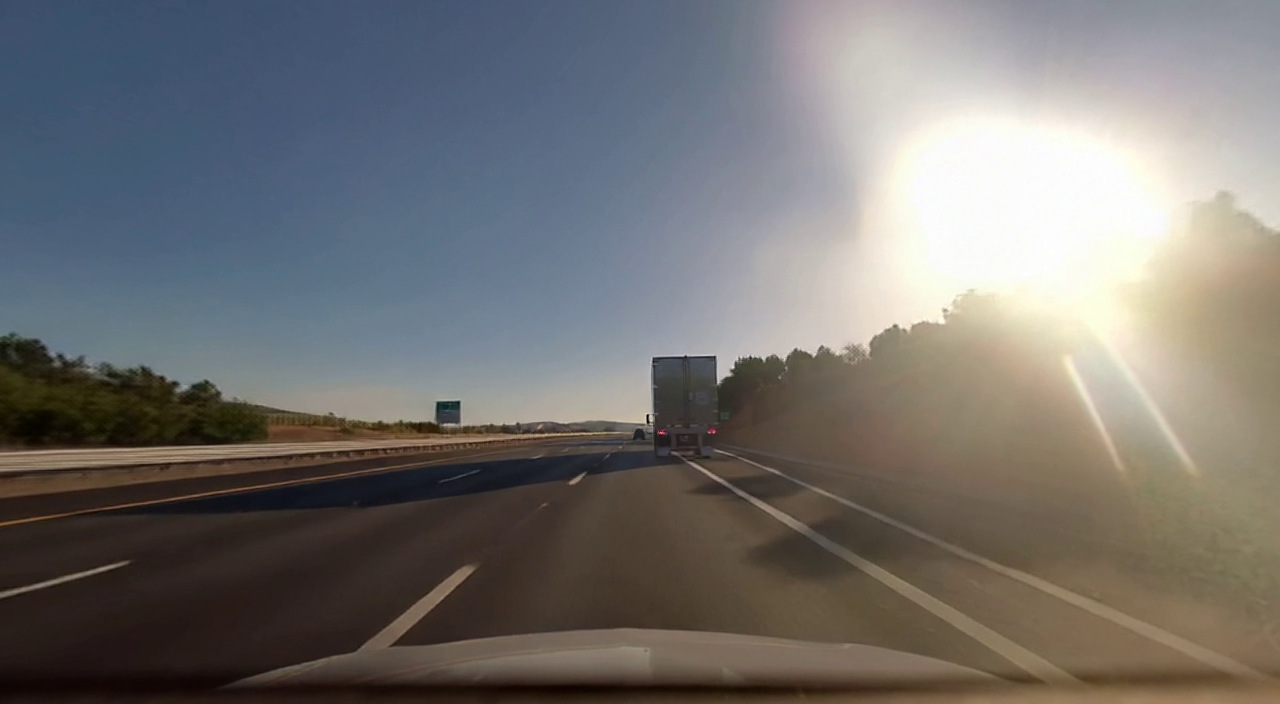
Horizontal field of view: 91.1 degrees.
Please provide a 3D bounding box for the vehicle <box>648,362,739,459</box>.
[{"bbox_3d":[2.124,3.015,30.157,3.446,3.698,12.089,0,-8,1],"label":"vehicle"}]
